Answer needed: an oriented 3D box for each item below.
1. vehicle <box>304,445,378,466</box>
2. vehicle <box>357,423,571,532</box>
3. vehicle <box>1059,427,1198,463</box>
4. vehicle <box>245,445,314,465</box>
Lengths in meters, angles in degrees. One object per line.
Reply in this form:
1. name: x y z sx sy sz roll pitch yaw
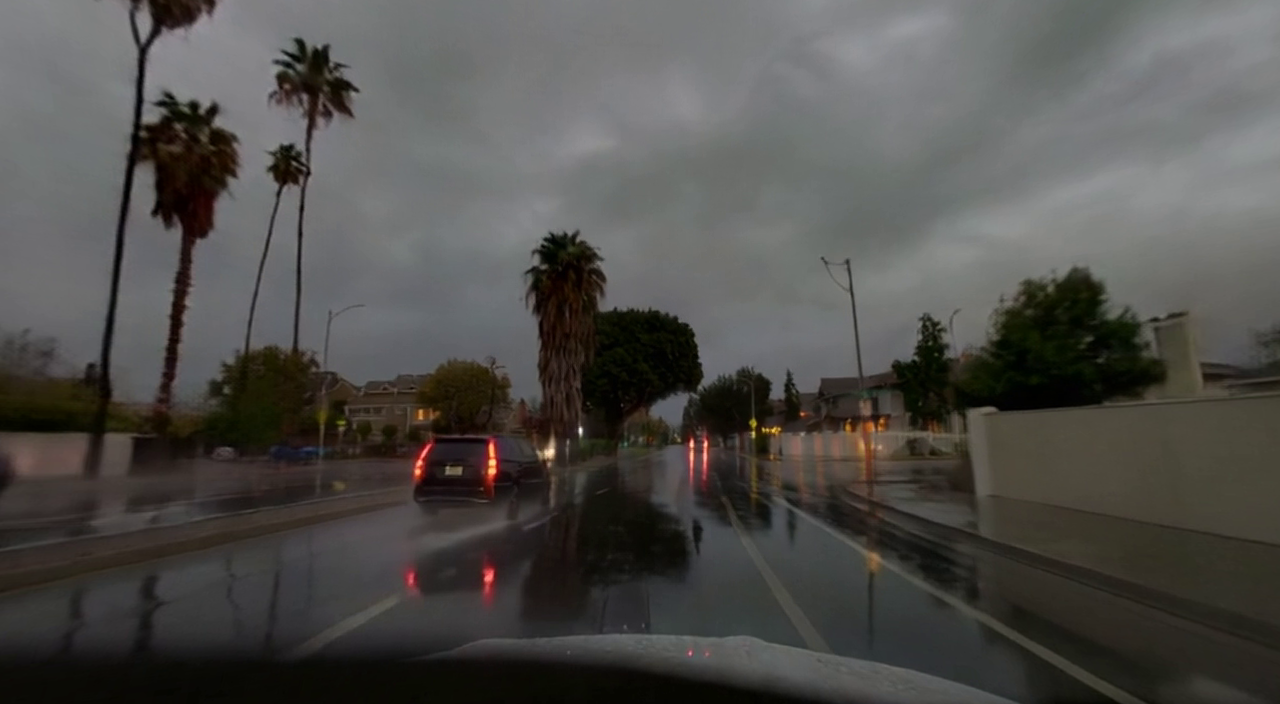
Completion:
1. vehicle: -22.681 7.831 47.877 4.776 1.491 1.991 -2 -8 11
2. vehicle: -2.749 2.107 11.255 2.075 1.498 4.730 -1 -8 5
3. vehicle: 20.985 4.026 27.343 4.318 1.451 1.915 -4 -9 23
4. vehicle: -28.222 8.020 49.359 4.447 1.484 1.845 -1 -8 10
